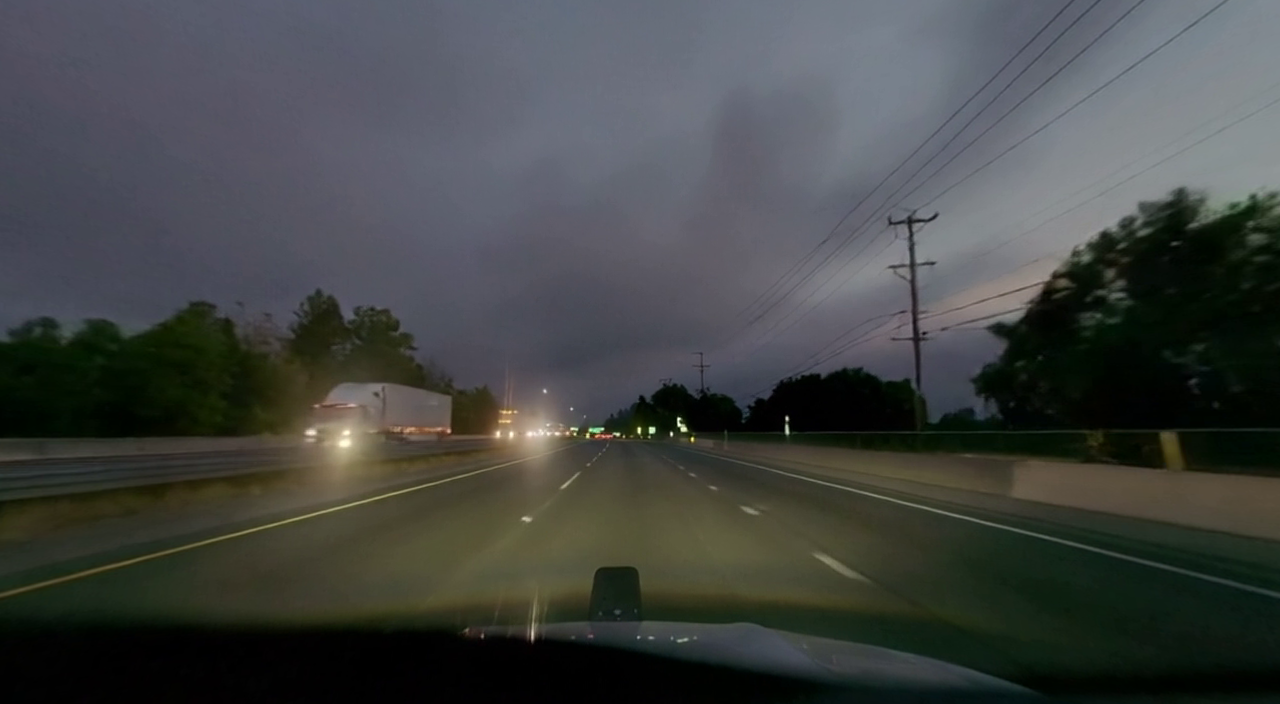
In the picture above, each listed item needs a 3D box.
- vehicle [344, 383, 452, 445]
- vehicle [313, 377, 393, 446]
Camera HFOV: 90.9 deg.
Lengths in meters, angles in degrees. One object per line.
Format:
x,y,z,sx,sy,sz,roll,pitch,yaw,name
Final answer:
-17.067,4.739,45.897,2.828,3.852,13.292,0,-8,-1,vehicle
-17.027,3.617,37.607,3.032,3.927,3.511,0,-8,-1,vehicle
